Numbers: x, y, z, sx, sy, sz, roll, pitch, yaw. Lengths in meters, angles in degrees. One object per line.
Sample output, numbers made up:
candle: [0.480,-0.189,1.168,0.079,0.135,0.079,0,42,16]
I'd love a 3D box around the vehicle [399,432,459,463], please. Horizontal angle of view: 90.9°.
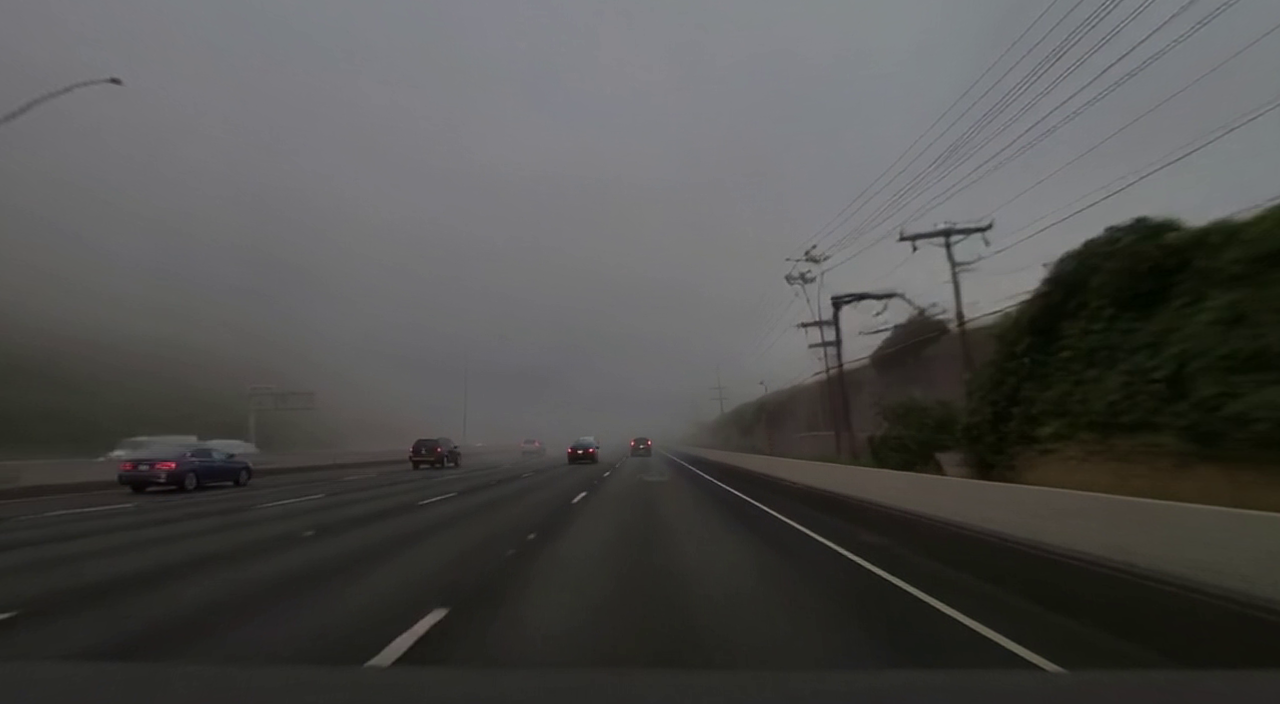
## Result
vehicle: [-14.181,6.469,42.710,2.172,1.946,5.017,0,-9,1]

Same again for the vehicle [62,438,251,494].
vehicle: [-14.378,3.401,19.238,1.885,1.474,4.849,0,-9,1]

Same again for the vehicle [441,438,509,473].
vehicle: [-7.455,4.729,28.915,1.899,1.472,4.202,0,-8,1]
